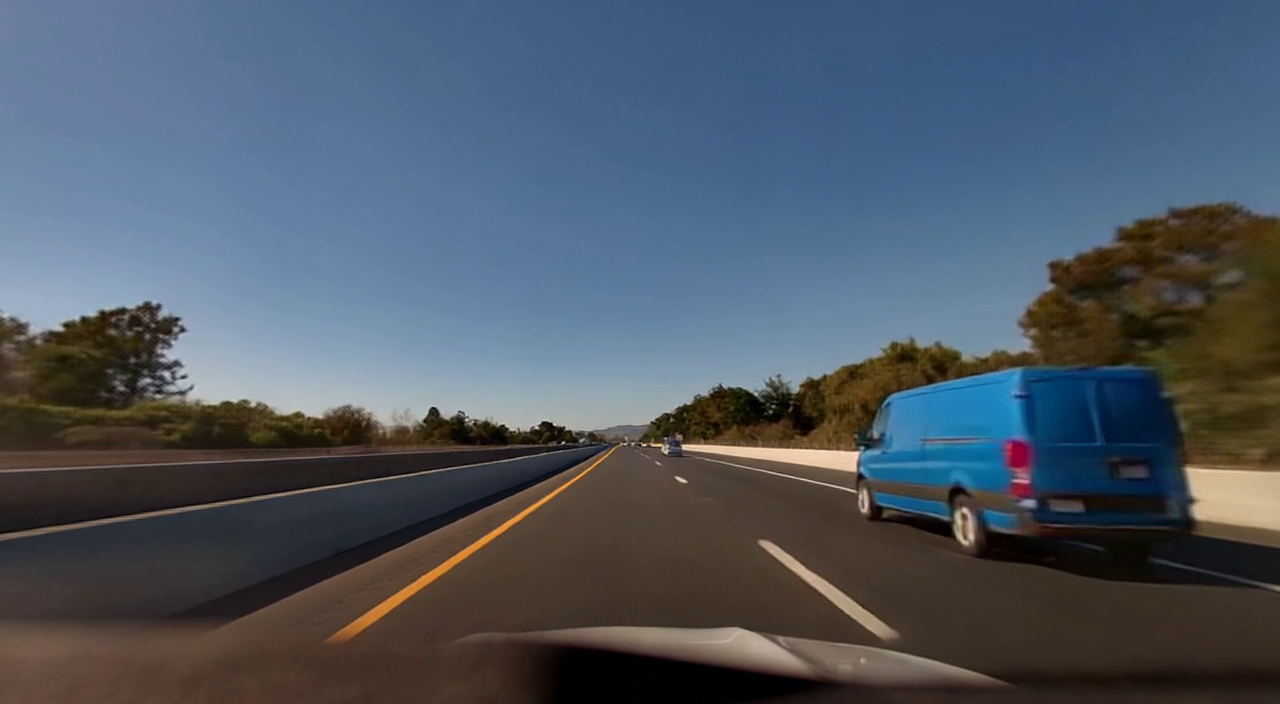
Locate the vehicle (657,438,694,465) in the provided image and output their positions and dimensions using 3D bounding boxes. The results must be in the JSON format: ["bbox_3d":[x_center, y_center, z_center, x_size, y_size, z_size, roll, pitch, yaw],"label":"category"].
[{"bbox_3d":[2.071,5.936,37.666,2.005,1.466,3.739,-1,-8,0],"label":"vehicle"}]

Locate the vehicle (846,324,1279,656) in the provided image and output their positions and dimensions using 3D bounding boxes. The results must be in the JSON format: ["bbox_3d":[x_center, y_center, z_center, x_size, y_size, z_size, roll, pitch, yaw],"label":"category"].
[{"bbox_3d":[4.030,1.159,6.310,2.269,2.048,4.679,0,-8,-1],"label":"vehicle"}]
